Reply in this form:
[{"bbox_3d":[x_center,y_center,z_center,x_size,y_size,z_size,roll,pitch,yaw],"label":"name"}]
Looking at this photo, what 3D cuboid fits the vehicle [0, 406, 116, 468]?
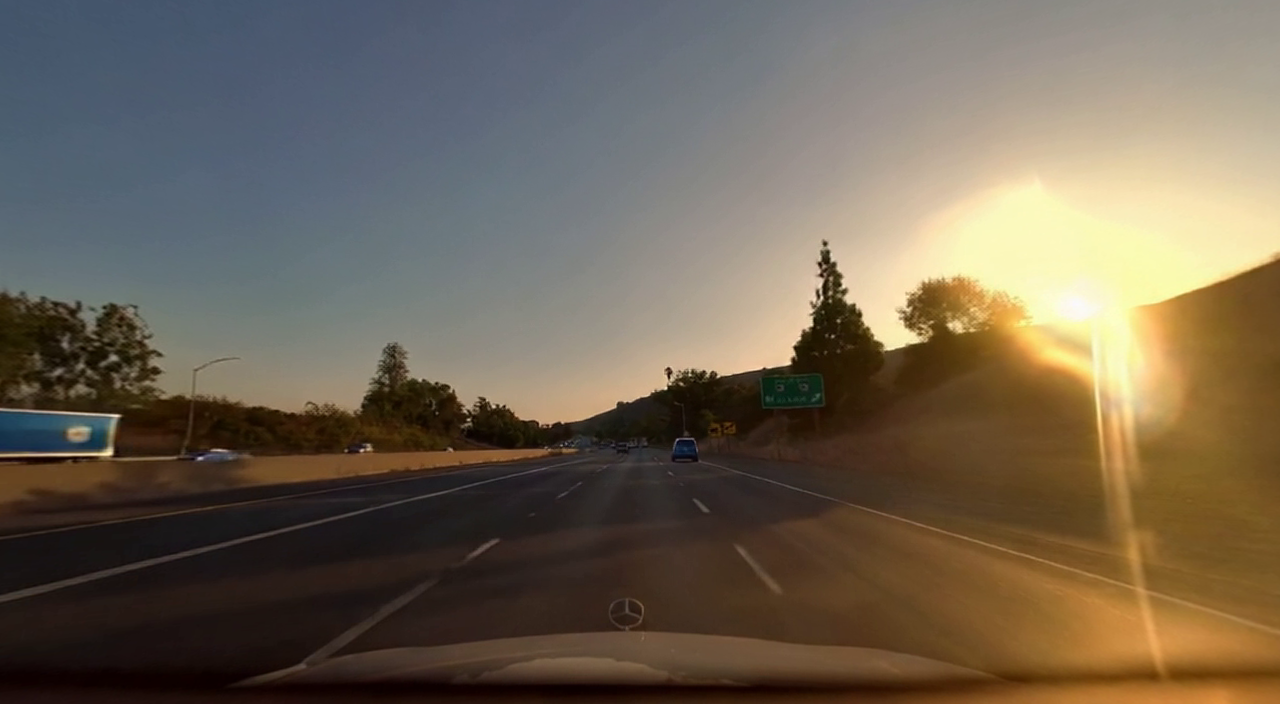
[{"bbox_3d":[-42.690,5.612,41.405,2.854,3.962,16.533,0,-8,-1],"label":"vehicle"}]
